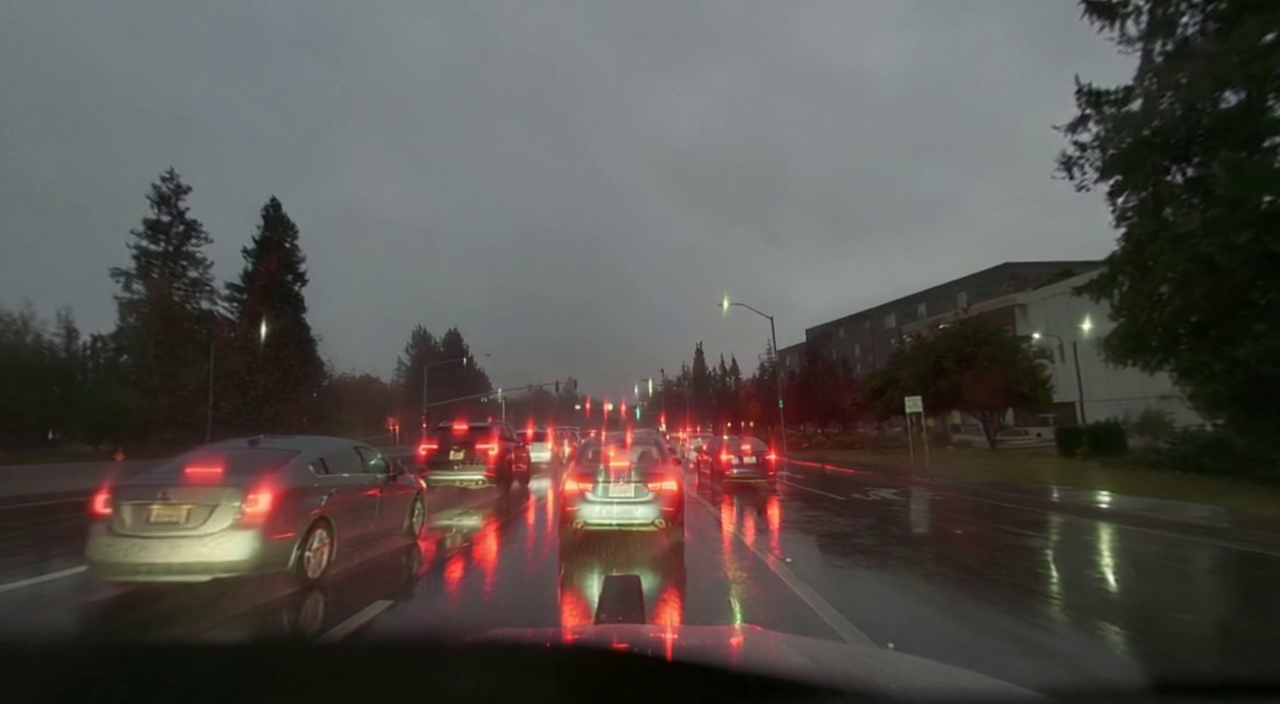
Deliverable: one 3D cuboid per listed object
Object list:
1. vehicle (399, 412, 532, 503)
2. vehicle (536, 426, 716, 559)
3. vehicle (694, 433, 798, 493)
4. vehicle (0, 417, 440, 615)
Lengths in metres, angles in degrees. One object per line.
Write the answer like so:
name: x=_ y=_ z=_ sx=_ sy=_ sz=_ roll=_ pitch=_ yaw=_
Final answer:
vehicle: x=-4.037 y=2.531 z=15.507 sx=2.054 sy=1.881 sz=4.469 roll=0 pitch=-8 yaw=-1
vehicle: x=-0.227 y=1.875 z=9.162 sx=2.007 sy=1.467 sz=4.059 roll=0 pitch=-8 yaw=-2
vehicle: x=2.812 y=3.059 z=17.817 sx=1.978 sy=1.452 sz=4.381 roll=0 pitch=-8 yaw=-3
vehicle: x=-3.865 y=1.543 z=6.907 sx=1.985 sy=1.467 sz=4.224 roll=0 pitch=-8 yaw=-1
